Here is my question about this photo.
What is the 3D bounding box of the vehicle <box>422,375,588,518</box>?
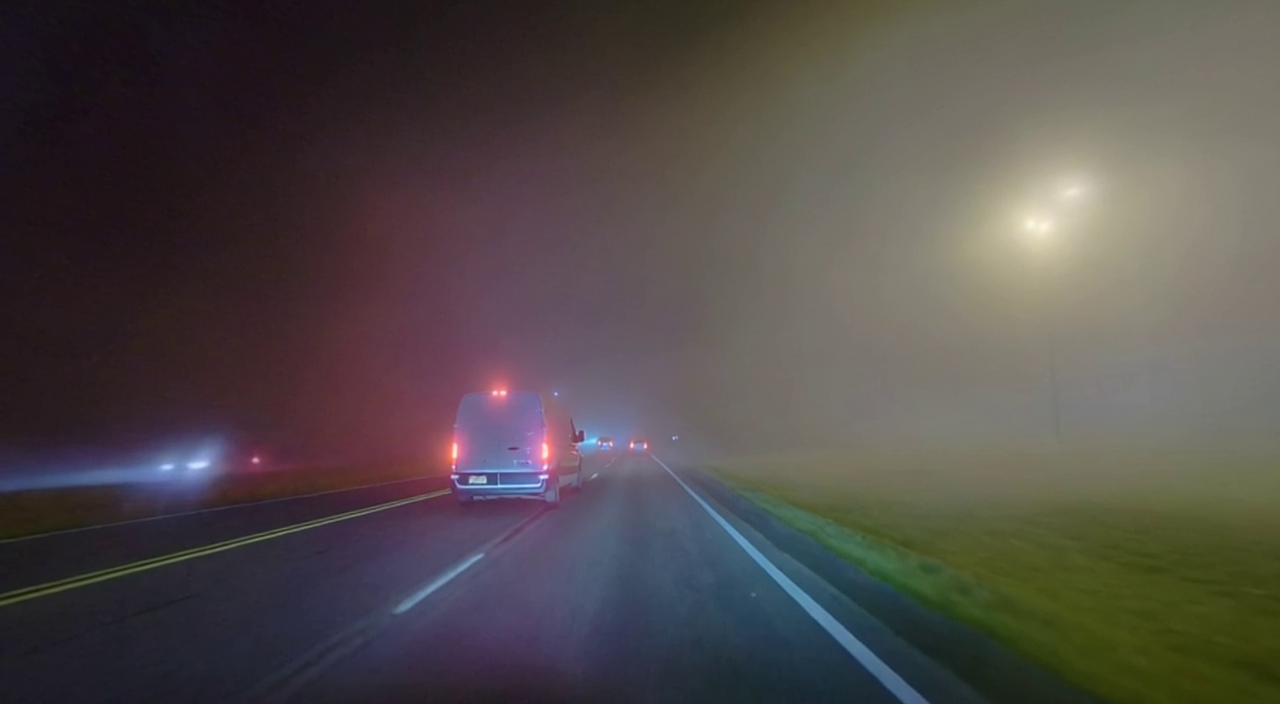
[{"bbox_3d":[-2.755,2.187,14.741,2.497,2.628,6.016,0,-8,0],"label":"vehicle"}]

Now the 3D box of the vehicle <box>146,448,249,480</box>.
[{"bbox_3d":[-22.749,5.766,32.620,1.979,1.499,4.612,0,-8,0],"label":"vehicle"}]
